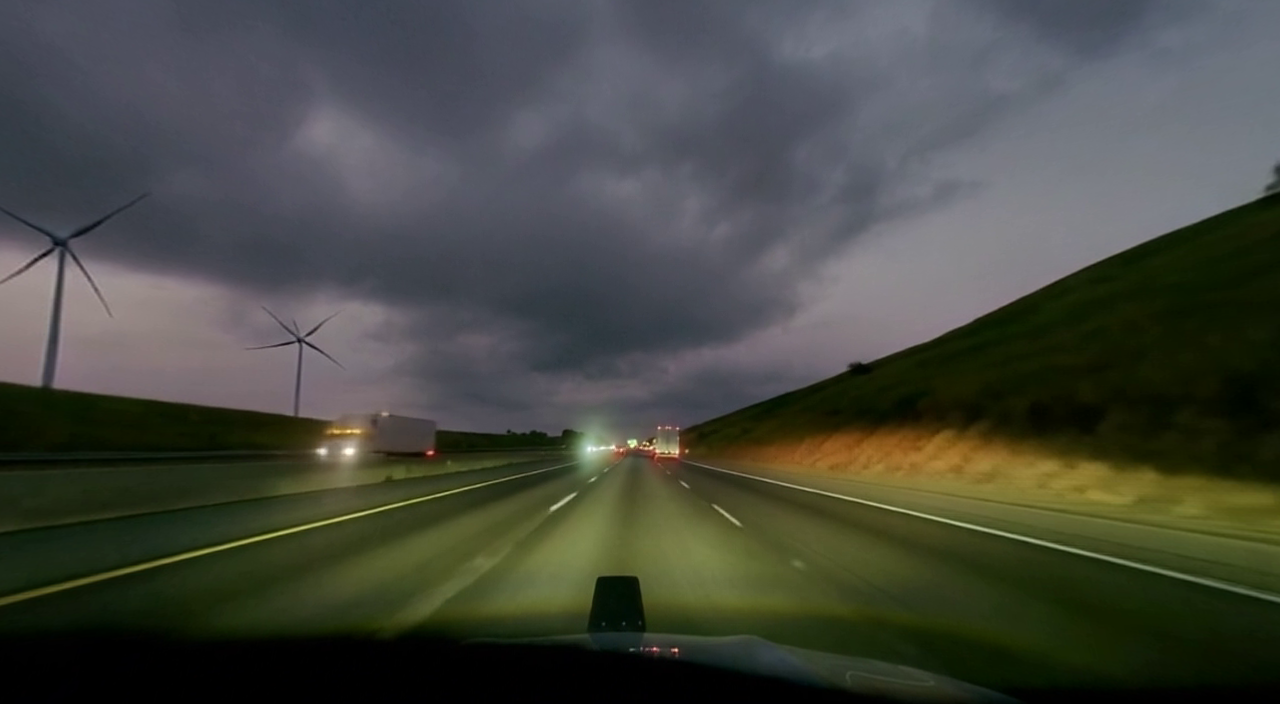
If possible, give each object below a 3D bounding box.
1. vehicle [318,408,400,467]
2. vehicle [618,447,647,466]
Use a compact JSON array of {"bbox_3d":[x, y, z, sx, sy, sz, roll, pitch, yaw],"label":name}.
[{"bbox_3d":[-19.042,5.911,43.170,2.983,3.701,5.845,0,-9,-2],"label":"vehicle"},{"bbox_3d":[-0.606,8.222,49.566,2.209,1.453,3.695,0,-9,-1],"label":"vehicle"}]
